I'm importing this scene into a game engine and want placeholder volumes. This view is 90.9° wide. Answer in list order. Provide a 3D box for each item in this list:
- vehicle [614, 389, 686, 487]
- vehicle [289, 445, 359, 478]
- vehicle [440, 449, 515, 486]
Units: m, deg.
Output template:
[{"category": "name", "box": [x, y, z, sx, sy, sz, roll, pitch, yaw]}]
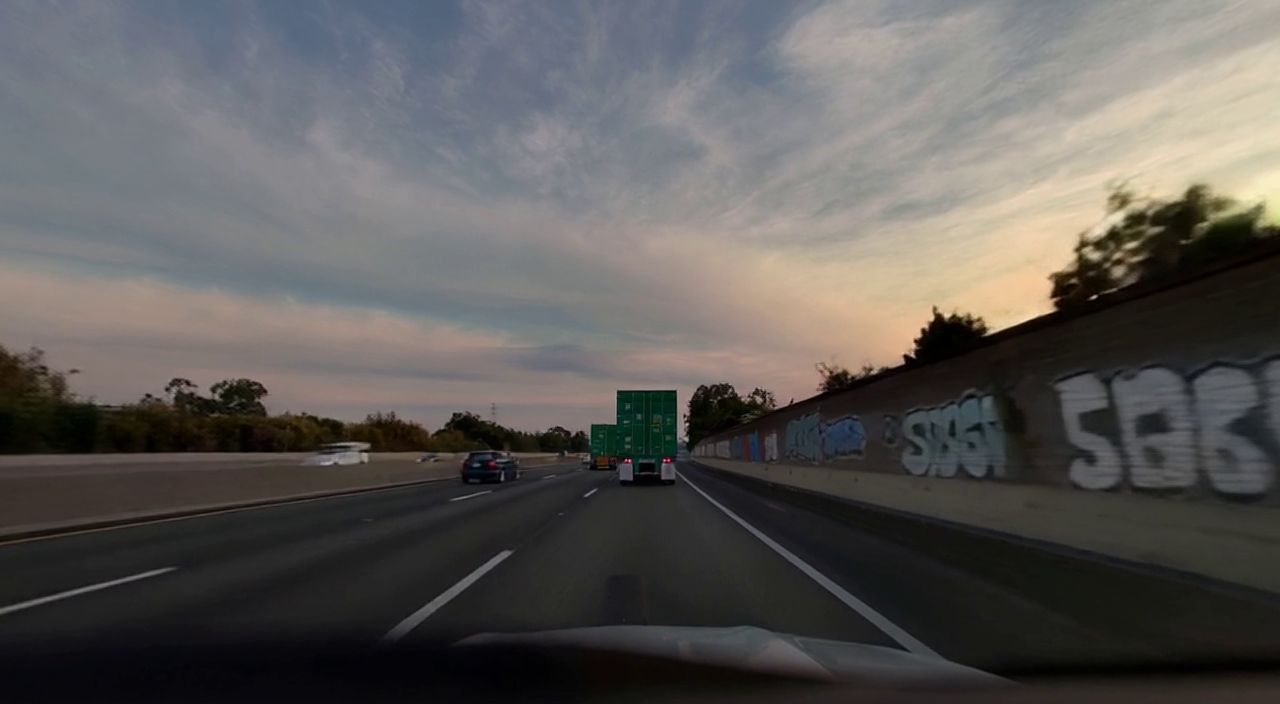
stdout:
[{"category": "vehicle", "box": [0.446, 4.413, 31.715, 2.997, 4.069, 10.871, 0, -9, 0]}, {"category": "vehicle", "box": [-19.608, 6.807, 39.336, 1.987, 1.948, 4.363, 0, -9, 1]}, {"category": "vehicle", "box": [-7.224, 5.177, 28.622, 1.998, 1.529, 4.850, 0, -9, 2]}]
